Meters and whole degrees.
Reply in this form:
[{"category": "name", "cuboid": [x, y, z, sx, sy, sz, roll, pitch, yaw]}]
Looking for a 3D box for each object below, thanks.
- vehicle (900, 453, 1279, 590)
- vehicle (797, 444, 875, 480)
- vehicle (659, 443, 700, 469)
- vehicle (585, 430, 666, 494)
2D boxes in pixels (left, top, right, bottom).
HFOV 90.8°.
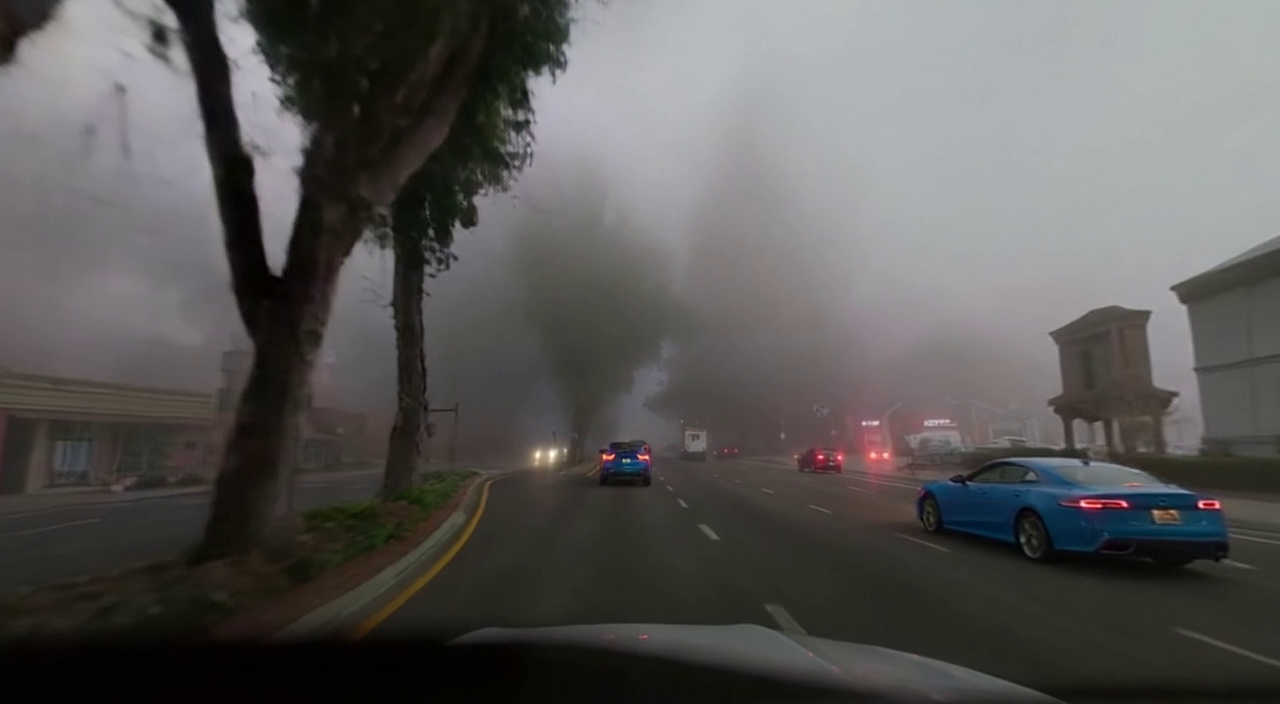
[{"category": "vehicle", "cuboid": [5.534, 1.991, 8.323, 2.258, 1.294, 4.312, 0, -9, -2]}, {"category": "vehicle", "cuboid": [8.776, 4.985, 28.738, 2.045, 1.484, 4.342, 0, -9, -1]}, {"category": "vehicle", "cuboid": [2.307, 6.314, 38.279, 2.078, 1.471, 4.142, 0, -9, -2]}, {"category": "vehicle", "cuboid": [-0.469, 3.405, 19.808, 2.266, 1.762, 4.131, 0, -9, -2]}]
